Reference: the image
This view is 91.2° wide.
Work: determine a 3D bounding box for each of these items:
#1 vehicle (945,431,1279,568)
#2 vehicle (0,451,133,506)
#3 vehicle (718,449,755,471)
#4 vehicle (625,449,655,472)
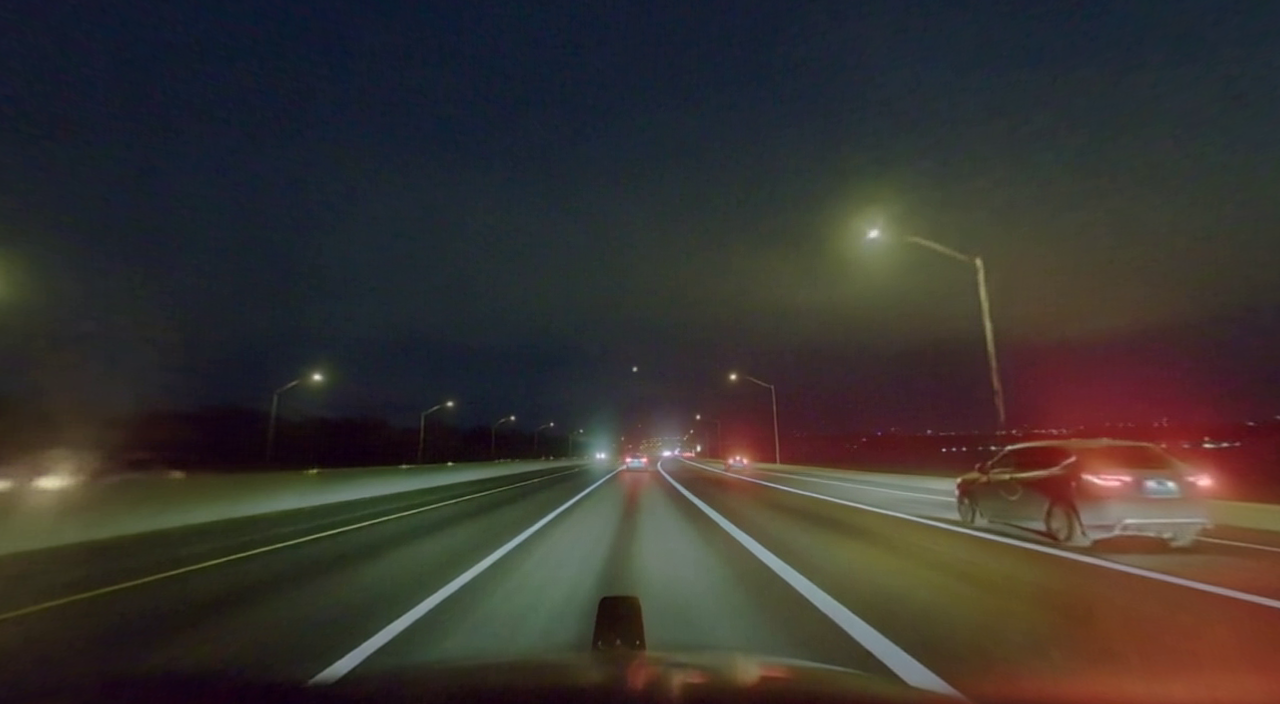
[{"bbox_3d":[6.819,2.040,9.485,2.008,1.533,4.592,0,-9,-1],"label":"vehicle"},{"bbox_3d":[-19.332,4.065,20.539,1.877,1.572,4.091,-1,-9,1],"label":"vehicle"},{"bbox_3d":[6.854,7.697,44.717,1.941,1.485,3.701,0,-9,-1],"label":"vehicle"},{"bbox_3d":[0.009,7.844,45.406,2.025,1.526,4.181,0,-9,0],"label":"vehicle"}]
